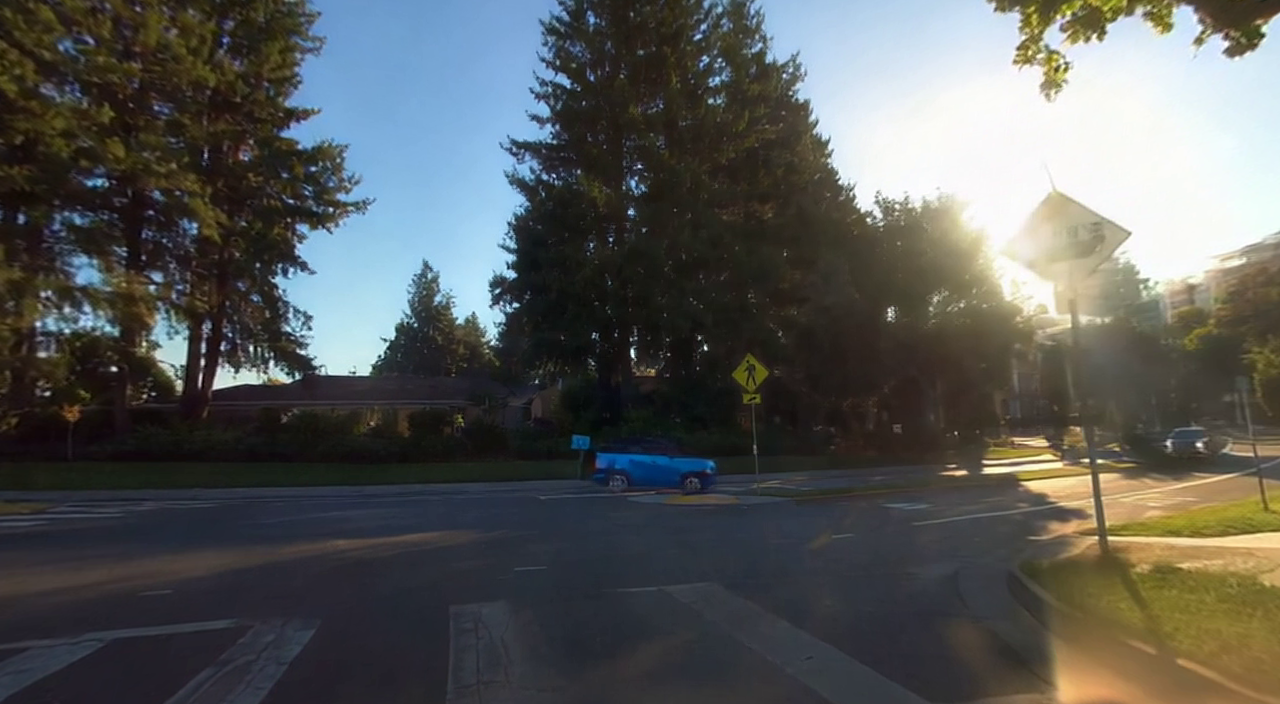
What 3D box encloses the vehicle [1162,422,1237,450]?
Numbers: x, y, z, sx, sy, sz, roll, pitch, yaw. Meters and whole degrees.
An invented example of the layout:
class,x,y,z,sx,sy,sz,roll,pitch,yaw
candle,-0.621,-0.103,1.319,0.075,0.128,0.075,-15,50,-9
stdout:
class,x,y,z,sx,sy,sz,roll,pitch,yaw
vehicle,31.056,4.693,34.940,4.473,1.474,2.108,6,-10,-37
